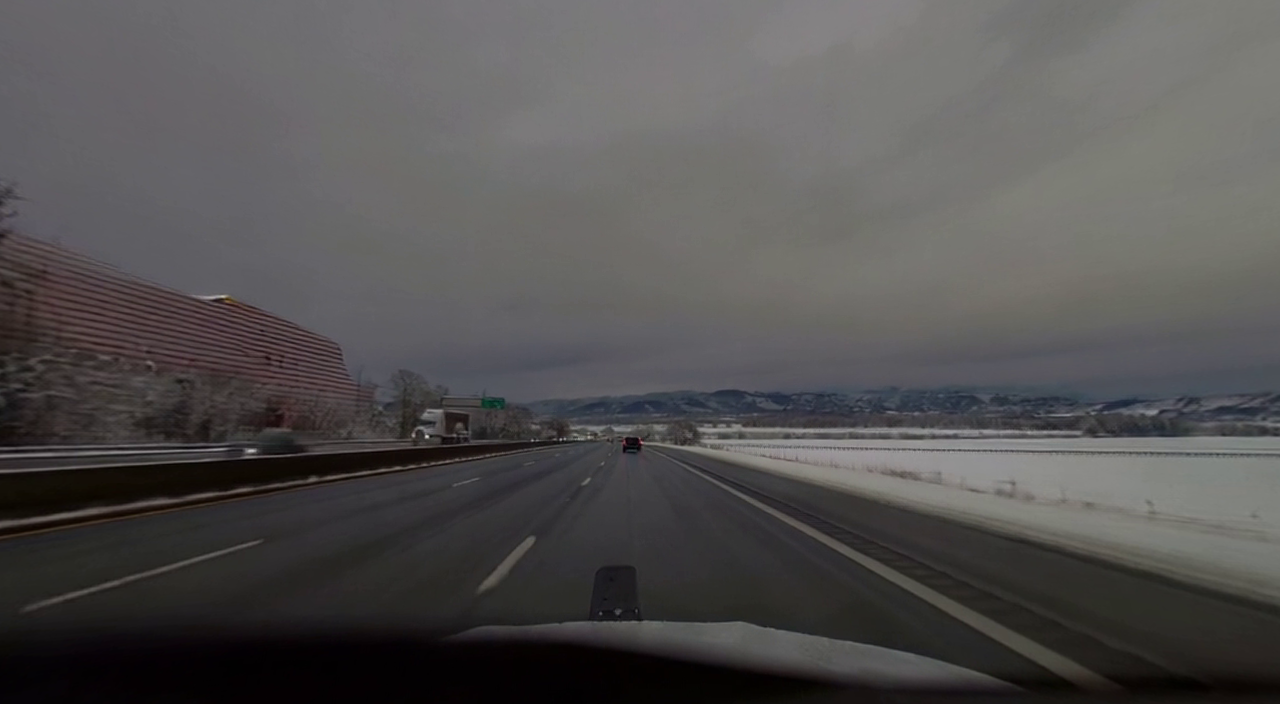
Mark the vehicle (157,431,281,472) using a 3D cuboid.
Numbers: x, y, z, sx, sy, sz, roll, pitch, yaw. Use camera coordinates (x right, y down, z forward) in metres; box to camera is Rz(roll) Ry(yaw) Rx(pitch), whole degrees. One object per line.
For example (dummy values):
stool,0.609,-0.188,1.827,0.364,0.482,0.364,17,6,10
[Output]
vehicle,-16.444,3.878,24.875,1.844,1.472,4.490,0,-8,-1
